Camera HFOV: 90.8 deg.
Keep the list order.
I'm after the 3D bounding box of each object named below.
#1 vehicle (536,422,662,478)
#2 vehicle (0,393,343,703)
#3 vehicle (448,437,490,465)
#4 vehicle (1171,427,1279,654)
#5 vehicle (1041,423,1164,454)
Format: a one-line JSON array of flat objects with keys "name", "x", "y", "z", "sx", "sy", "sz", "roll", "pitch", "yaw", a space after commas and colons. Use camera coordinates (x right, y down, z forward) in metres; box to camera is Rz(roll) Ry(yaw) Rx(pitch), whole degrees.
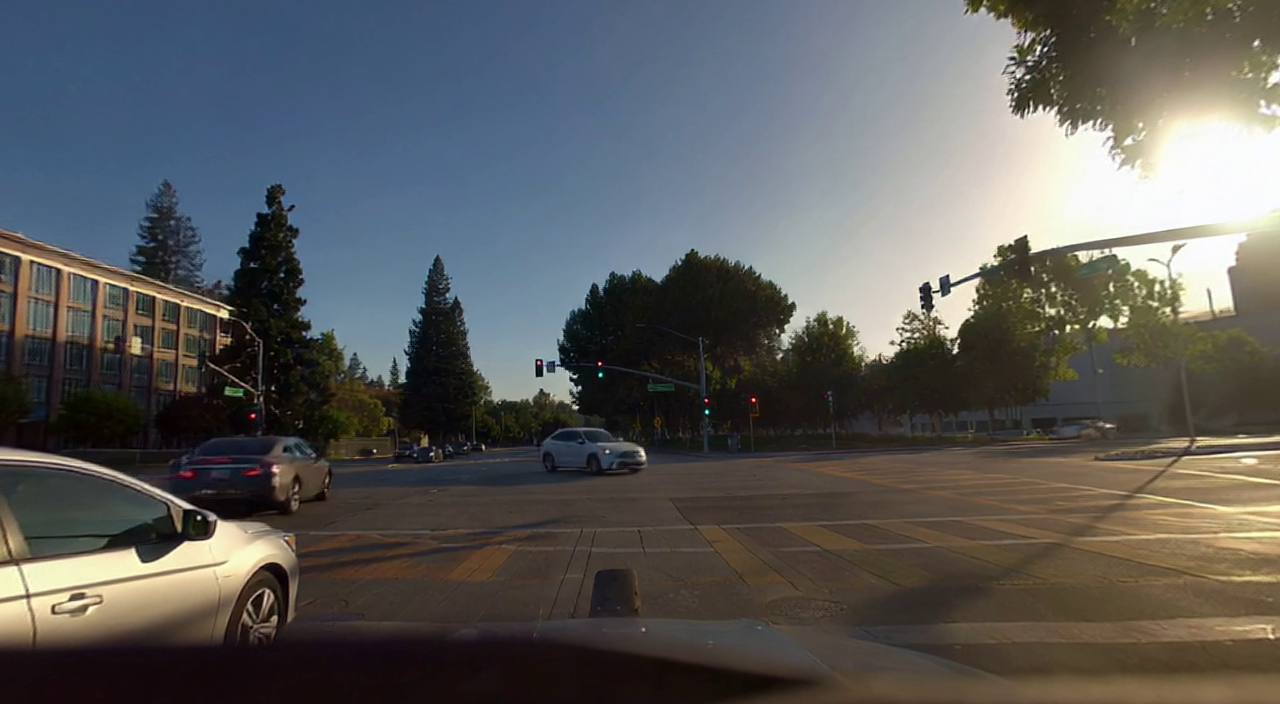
[{"name": "vehicle", "x": -1.645, "y": 3.690, "z": 23.839, "sx": 2.109, "sy": 1.871, "sz": 4.778, "roll": 8, "pitch": -12, "yaw": -44}, {"name": "vehicle", "x": -3.072, "y": 0.896, "z": 2.153, "sx": 1.919, "sy": 1.478, "sz": 4.720, "roll": 0, "pitch": -8, "yaw": -1}, {"name": "vehicle", "x": -12.808, "y": 7.413, "z": 47.549, "sx": 2.051, "sy": 1.715, "sz": 4.346, "roll": -3, "pitch": -6, "yaw": -2}, {"name": "vehicle", "x": 4.945, "y": 0.986, "z": 2.538, "sx": 1.949, "sy": 1.449, "sz": 4.530, "roll": -1, "pitch": -8, "yaw": 5}, {"name": "vehicle", "x": 23.287, "y": 4.394, "z": 31.930, "sx": 4.660, "sy": 1.495, "sz": 2.007, "roll": 0, "pitch": -8, "yaw": -3}]
